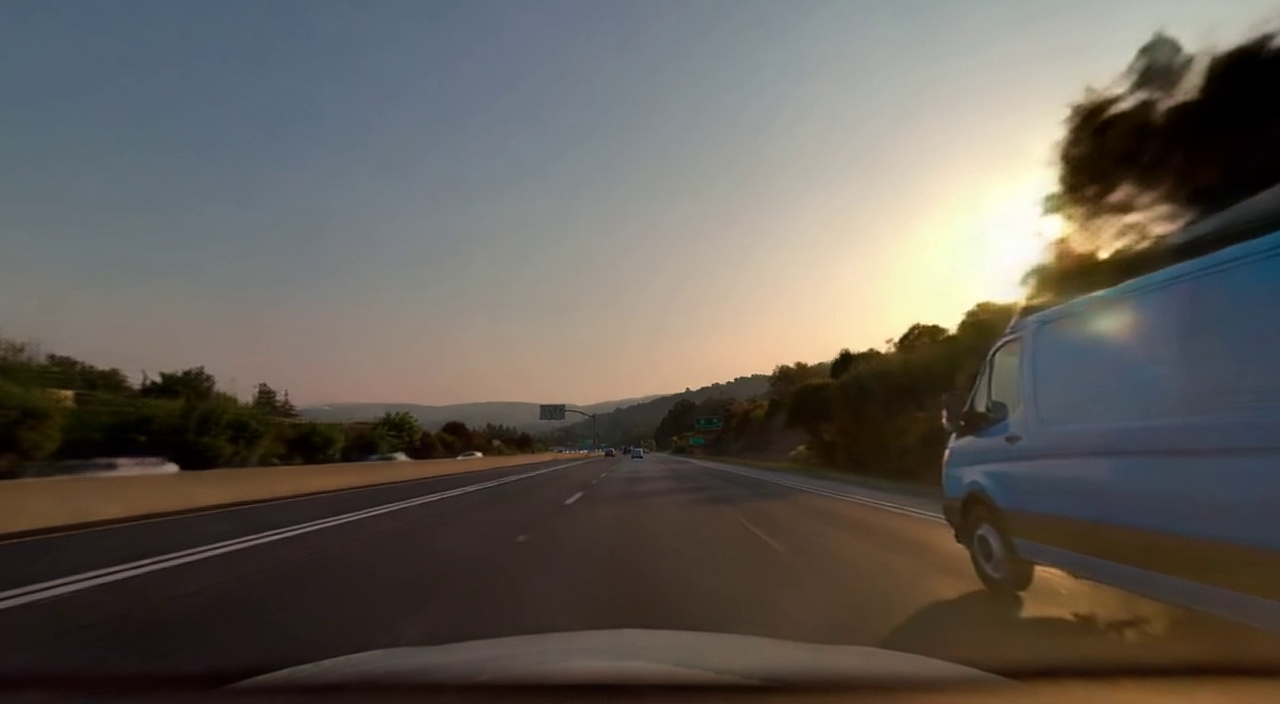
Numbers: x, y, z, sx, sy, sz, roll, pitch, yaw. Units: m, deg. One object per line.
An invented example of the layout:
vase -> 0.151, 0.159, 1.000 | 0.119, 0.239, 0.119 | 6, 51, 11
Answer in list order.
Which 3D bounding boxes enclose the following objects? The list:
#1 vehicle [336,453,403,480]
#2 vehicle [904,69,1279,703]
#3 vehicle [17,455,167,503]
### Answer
vehicle -> -16.129, 6.820, 37.811 | 2.040, 1.468, 4.504 | 0, -9, -1
vehicle -> 3.935, 0.260, 2.772 | 2.527, 2.809, 6.831 | 0, -9, 0
vehicle -> -19.746, 4.554, 22.969 | 1.865, 1.520, 3.984 | 0, -9, 0
